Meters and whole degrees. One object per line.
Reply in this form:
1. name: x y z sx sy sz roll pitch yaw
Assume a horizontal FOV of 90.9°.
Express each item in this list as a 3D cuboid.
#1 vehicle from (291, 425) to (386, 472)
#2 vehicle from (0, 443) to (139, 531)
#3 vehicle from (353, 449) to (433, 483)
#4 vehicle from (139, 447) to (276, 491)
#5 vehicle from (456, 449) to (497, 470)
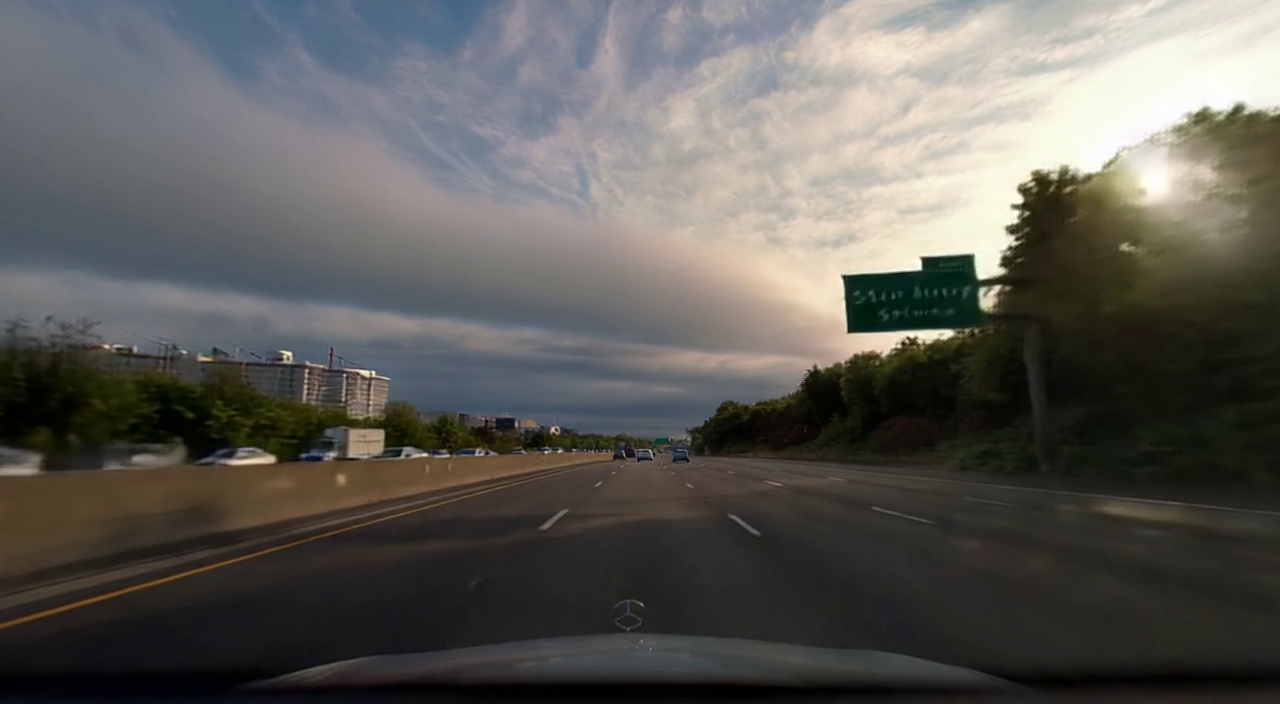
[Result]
1. vehicle: -19.678 6.394 41.633 2.668 2.821 6.805 -1 -9 2
2. vehicle: -11.902 2.424 11.528 1.988 1.457 4.746 1 -9 -7
3. vehicle: -11.573 5.353 29.860 1.960 1.425 4.465 0 -9 0
4. vehicle: -15.865 4.289 23.452 1.890 1.461 4.518 0 -9 0
5. vehicle: -11.828 7.827 45.834 1.814 1.438 3.897 -1 -9 2
